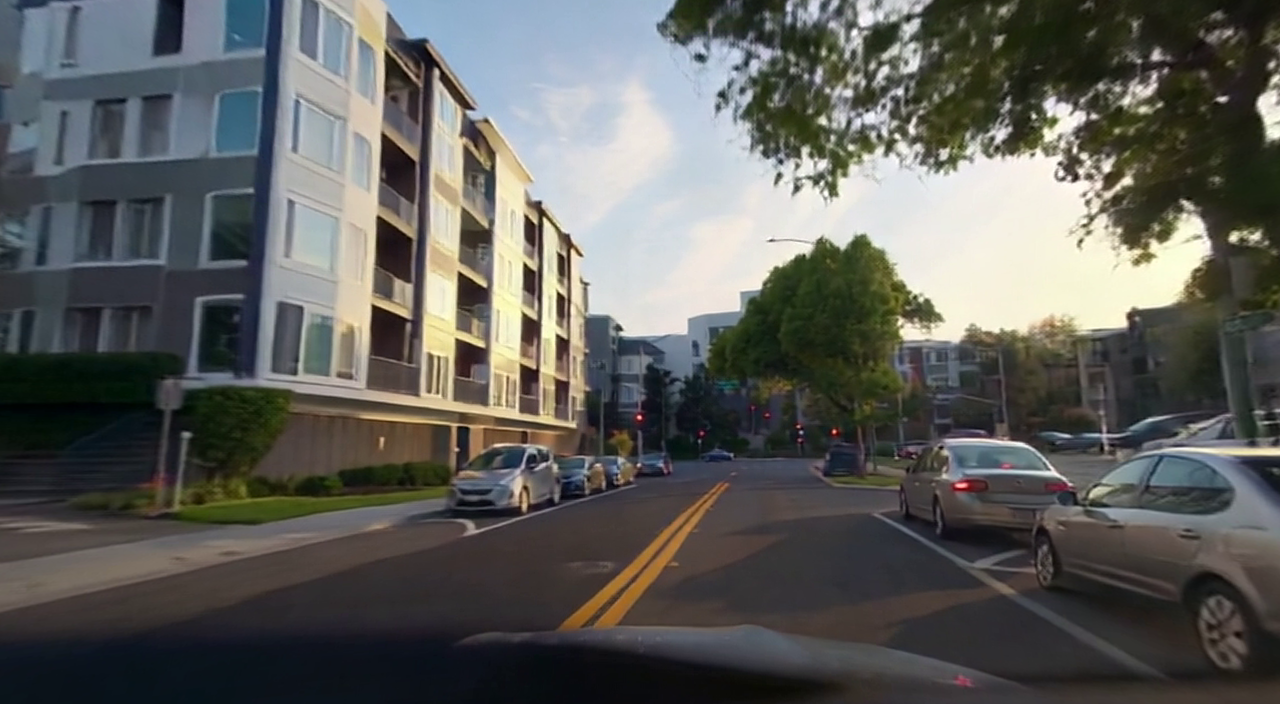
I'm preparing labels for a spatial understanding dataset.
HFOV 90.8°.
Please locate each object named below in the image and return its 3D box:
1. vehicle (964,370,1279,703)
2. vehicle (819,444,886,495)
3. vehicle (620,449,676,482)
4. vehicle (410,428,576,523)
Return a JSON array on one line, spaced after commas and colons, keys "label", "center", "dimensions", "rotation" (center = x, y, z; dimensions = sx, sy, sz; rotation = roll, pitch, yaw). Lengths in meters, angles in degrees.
[{"label": "vehicle", "center": [4.244, 1.203, 4.569], "dimensions": [2.153, 1.685, 4.586], "rotation": [-2, -9, 12]}, {"label": "vehicle", "center": [8.575, 4.702, 25.897], "dimensions": [2.034, 1.689, 4.978], "rotation": [-2, -6, 12]}, {"label": "vehicle", "center": [0.465, 5.543, 31.206], "dimensions": [1.934, 1.484, 4.630], "rotation": [-2, -9, 11]}, {"label": "vehicle", "center": [-3.147, 2.759, 14.756], "dimensions": [1.993, 1.817, 4.619], "rotation": [-2, -9, 11]}]
